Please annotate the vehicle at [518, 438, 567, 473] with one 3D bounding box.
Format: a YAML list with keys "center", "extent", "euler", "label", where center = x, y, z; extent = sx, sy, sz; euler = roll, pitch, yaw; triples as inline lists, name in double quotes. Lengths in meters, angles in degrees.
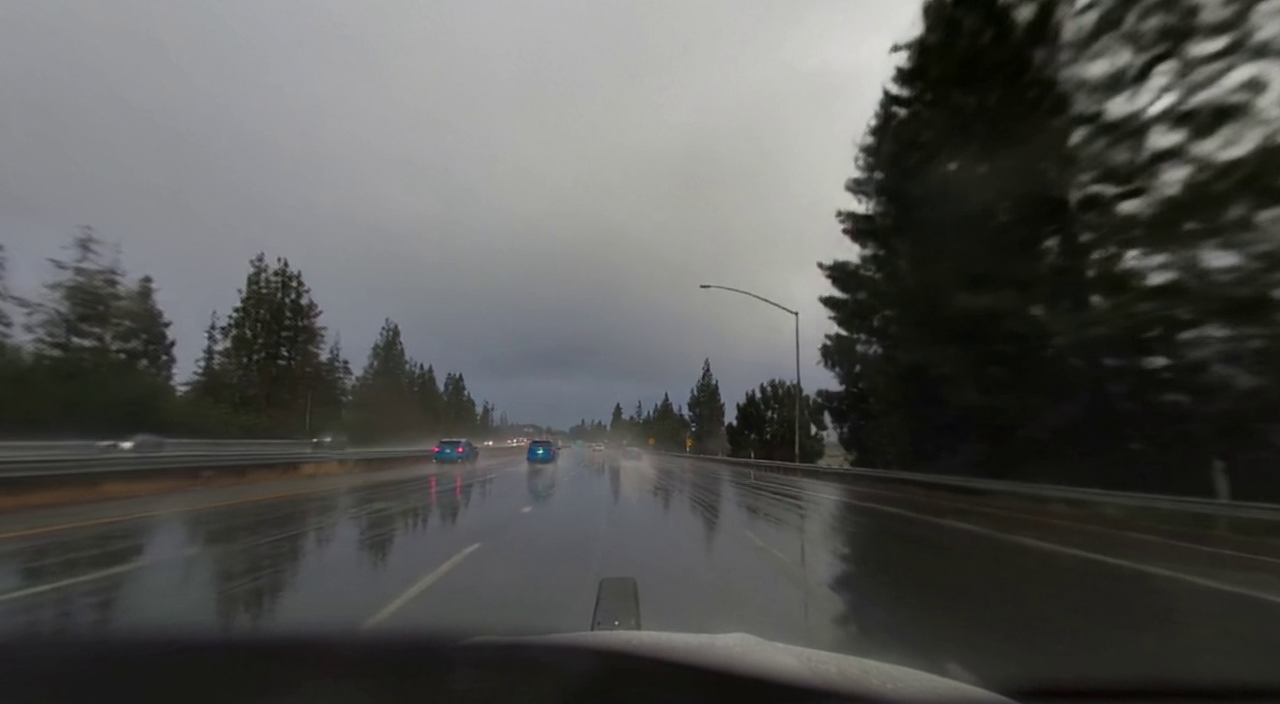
- center: [-5.276, 5.687, 34.792]
  extent: [2.146, 1.766, 4.502]
  euler: [0, -9, -3]
  label: "vehicle"

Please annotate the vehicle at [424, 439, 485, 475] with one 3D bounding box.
- center: [-9.420, 5.369, 32.486]
  extent: [2.016, 1.711, 4.365]
  euler: [0, -9, -3]
  label: "vehicle"

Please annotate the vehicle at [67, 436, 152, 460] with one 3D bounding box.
- center: [-34.733, 6.317, 41.562]
  extent: [1.944, 1.478, 4.464]
  euler: [0, -9, -5]
  label: "vehicle"
